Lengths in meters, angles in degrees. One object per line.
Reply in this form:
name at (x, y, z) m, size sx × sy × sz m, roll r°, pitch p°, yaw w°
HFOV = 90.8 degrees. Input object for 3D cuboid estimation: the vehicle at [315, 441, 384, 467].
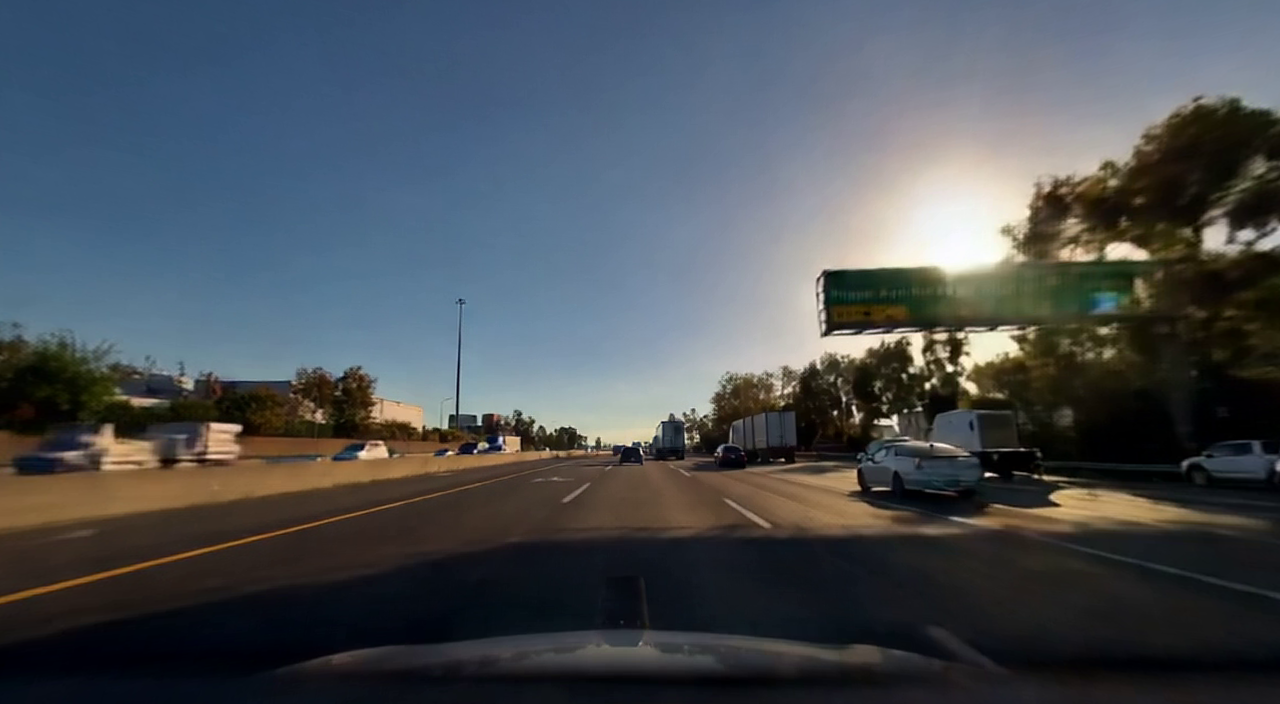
vehicle at (-20.379, 7.178, 44.608) m, size 2.104 × 1.695 × 5.702 m, roll 0°, pitch -9°, yaw 0°

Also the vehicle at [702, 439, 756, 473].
vehicle at (4.525, 5.387, 32.861) m, size 2.154 × 1.658 × 4.347 m, roll 0°, pitch -9°, yaw 0°

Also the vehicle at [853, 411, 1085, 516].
vehicle at (7.334, 2.595, 15.112) m, size 2.369 × 2.007 × 5.700 m, roll 0°, pitch -9°, yaw -1°

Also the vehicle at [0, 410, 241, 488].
vehicle at (-24.335, 4.634, 30.235) m, size 2.991 × 2.997 × 11.562 m, roll 0°, pitch -9°, yaw 0°

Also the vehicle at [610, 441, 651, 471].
vehicle at (-0.509, 5.799, 35.329) m, size 2.163 × 1.551 × 4.180 m, roll 0°, pitch -9°, yaw 0°

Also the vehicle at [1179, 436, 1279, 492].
vehicle at (22.654, 3.922, 22.290) m, size 2.150 × 1.866 × 5.885 m, roll 0°, pitch -9°, yaw 2°
